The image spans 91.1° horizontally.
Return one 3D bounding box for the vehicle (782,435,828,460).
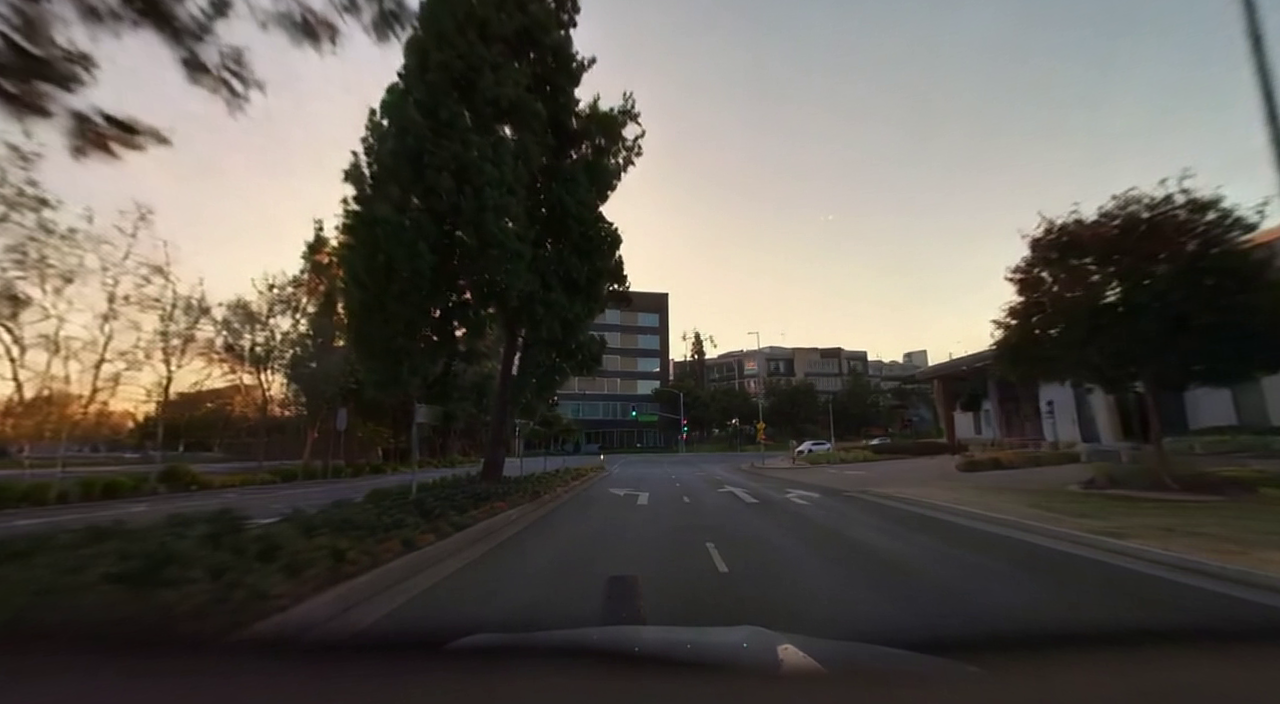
[{"bbox_3d":[12.483,7.273,47.791,2.185,1.792,4.942,0,-8,0],"label":"vehicle"}]
